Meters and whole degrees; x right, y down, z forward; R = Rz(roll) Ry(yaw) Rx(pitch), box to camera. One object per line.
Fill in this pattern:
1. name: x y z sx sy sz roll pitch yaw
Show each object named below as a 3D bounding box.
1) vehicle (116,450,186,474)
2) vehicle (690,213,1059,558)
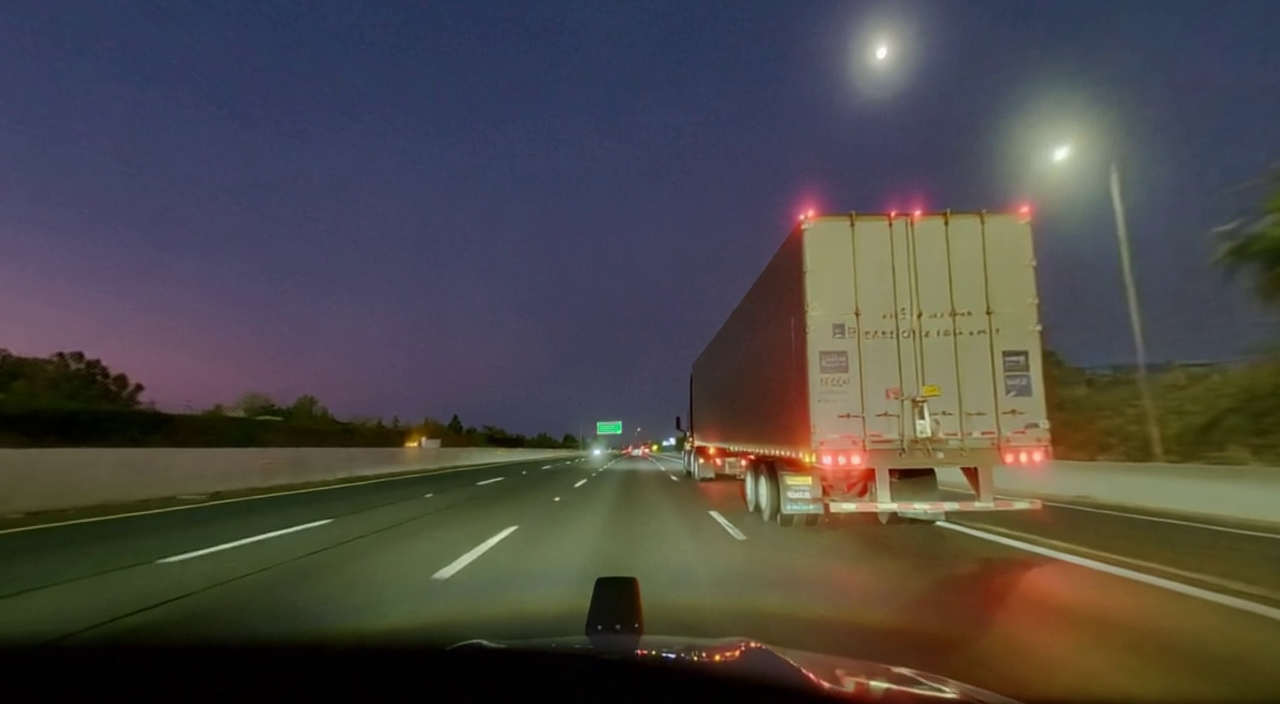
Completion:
1. vehicle: -29.087 6.572 37.717 1.492 1.359 3.369 -1 -10 -1
2. vehicle: 3.369 1.568 15.709 2.743 4.160 16.408 0 -9 -1
